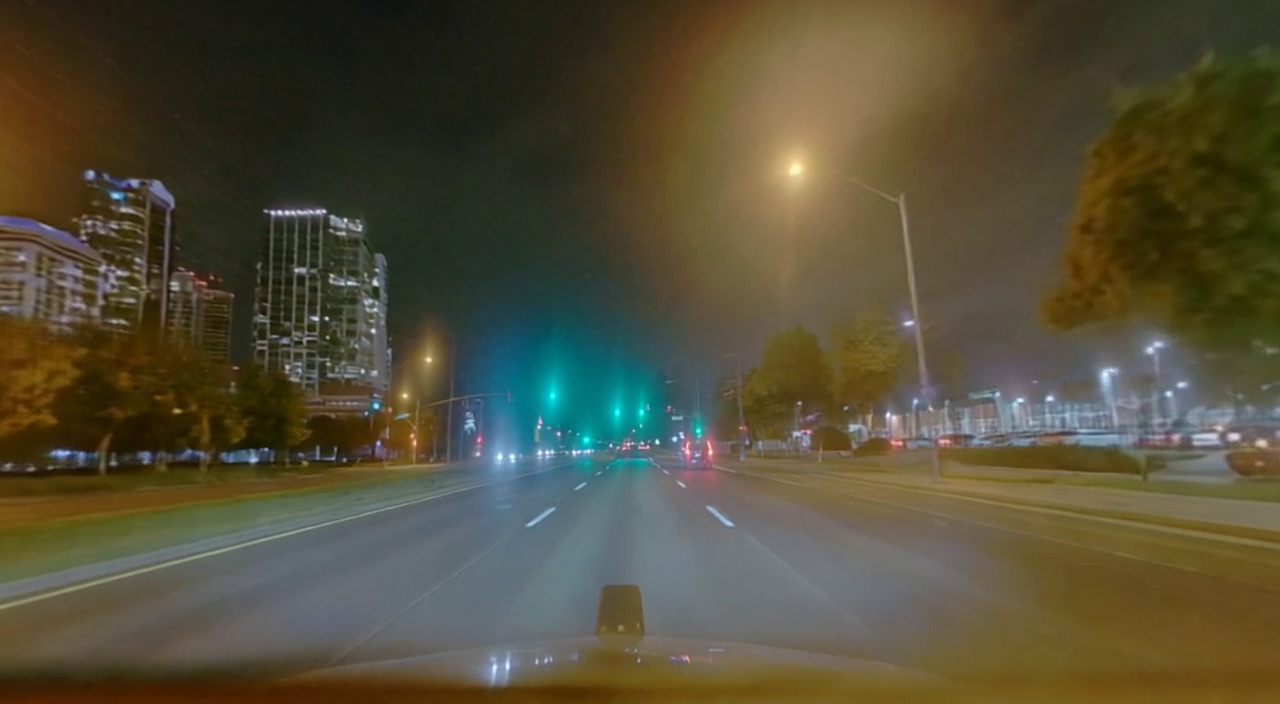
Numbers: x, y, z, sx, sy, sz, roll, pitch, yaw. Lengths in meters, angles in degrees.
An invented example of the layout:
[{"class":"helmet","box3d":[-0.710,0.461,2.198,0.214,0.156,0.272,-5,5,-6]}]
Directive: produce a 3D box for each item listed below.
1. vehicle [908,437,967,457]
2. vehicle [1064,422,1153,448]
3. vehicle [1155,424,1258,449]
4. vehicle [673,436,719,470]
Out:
[{"class":"vehicle","box3d":[22.513,7.220,47.888,3.536,1.412,1.727,0,-8,-1]},{"class":"vehicle","box3d":[34.283,6.121,46.324,4.842,1.770,2.089,0,-9,0]},{"class":"vehicle","box3d":[34.330,5.146,38.350,4.273,1.446,1.929,-1,-8,2]},{"class":"vehicle","box3d":[3.088,5.719,35.915,2.069,1.761,4.610,0,-8,-2]}]
